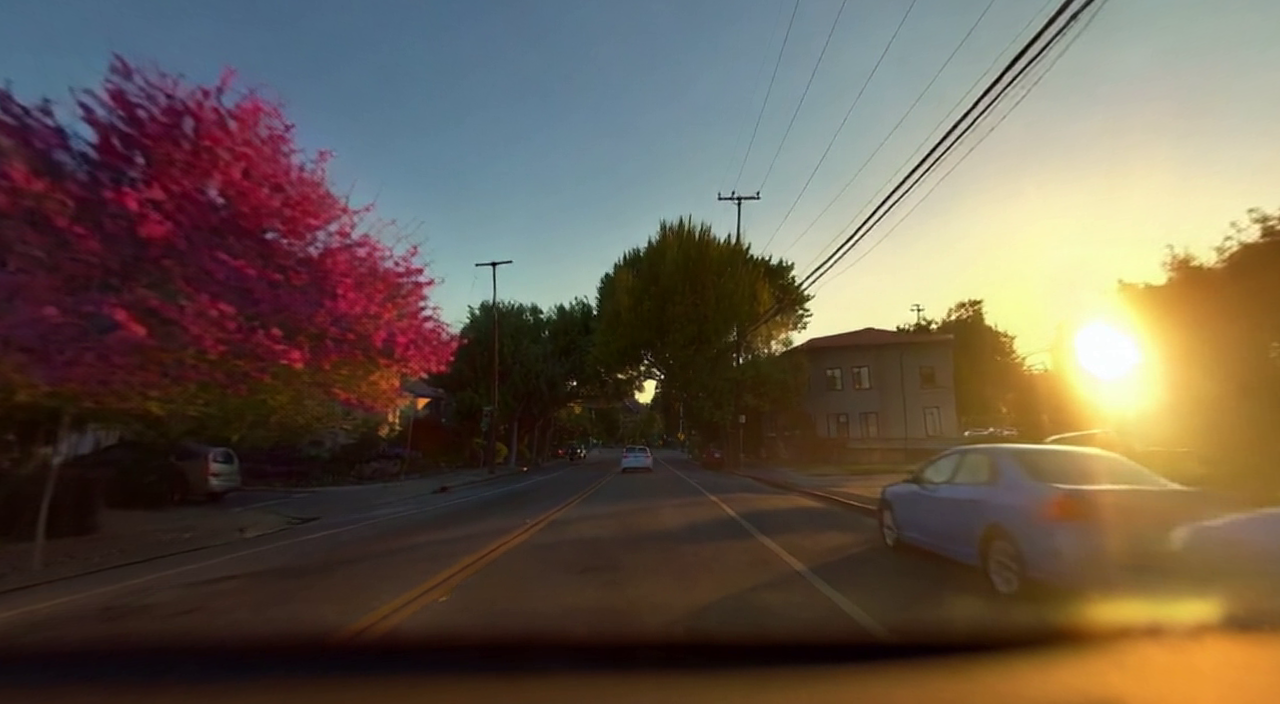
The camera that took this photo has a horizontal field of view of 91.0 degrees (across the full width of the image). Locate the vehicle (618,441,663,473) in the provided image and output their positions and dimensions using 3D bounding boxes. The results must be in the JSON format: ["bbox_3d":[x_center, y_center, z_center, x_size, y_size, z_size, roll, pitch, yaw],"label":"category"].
[{"bbox_3d":[0.037,5.272,31.715,2.104,1.500,3.815,0,-8,0],"label":"vehicle"}]

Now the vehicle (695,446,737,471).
[{"bbox_3d":[4.697,6.679,39.806,1.977,1.481,5.155,0,-8,0],"label":"vehicle"}]

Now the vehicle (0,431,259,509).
[{"bbox_3d":[-15.597,3.628,19.408,6.278,1.911,2.173,-3,-10,0],"label":"vehicle"}]

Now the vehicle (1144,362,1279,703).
[{"bbox_3d":[4.121,0.705,1.247,2.100,1.830,5.040,0,-8,1],"label":"vehicle"}]

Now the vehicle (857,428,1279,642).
[{"bbox_3d":[4.044,1.664,6.816,1.899,1.547,4.259,0,-8,1],"label":"vehicle"}]
